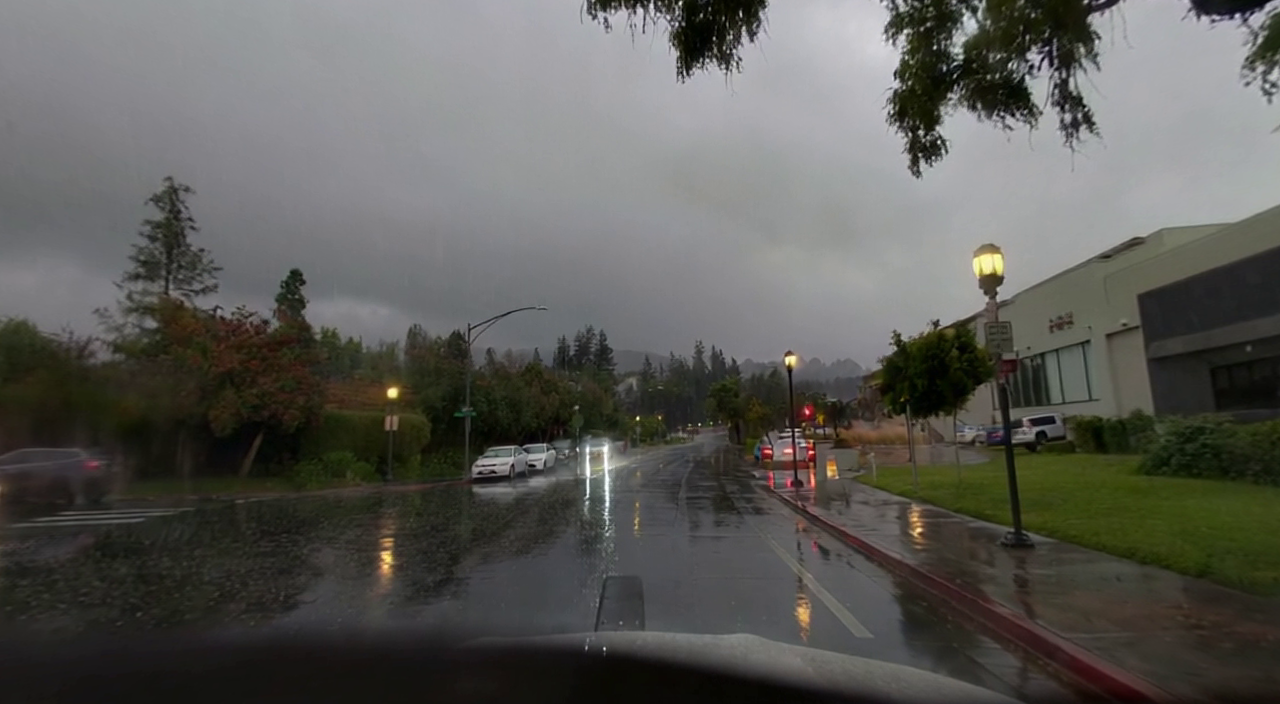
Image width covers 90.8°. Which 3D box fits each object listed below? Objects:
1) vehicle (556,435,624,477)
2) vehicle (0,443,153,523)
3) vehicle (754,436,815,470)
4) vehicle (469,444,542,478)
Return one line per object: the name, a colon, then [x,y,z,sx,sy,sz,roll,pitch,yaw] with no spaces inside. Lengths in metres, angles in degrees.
vehicle: [-2.059,4.491,27.398,2.110,1.651,4.410,-1,-9,7]
vehicle: [-13.832,2.878,14.166,4.106,1.620,2.065,-1,-9,2]
vehicle: [6.687,4.714,29.680,1.918,1.461,4.419,-1,-8,1]
vehicle: [-6.073,4.968,29.069,1.968,1.443,4.358,-1,-9,6]
